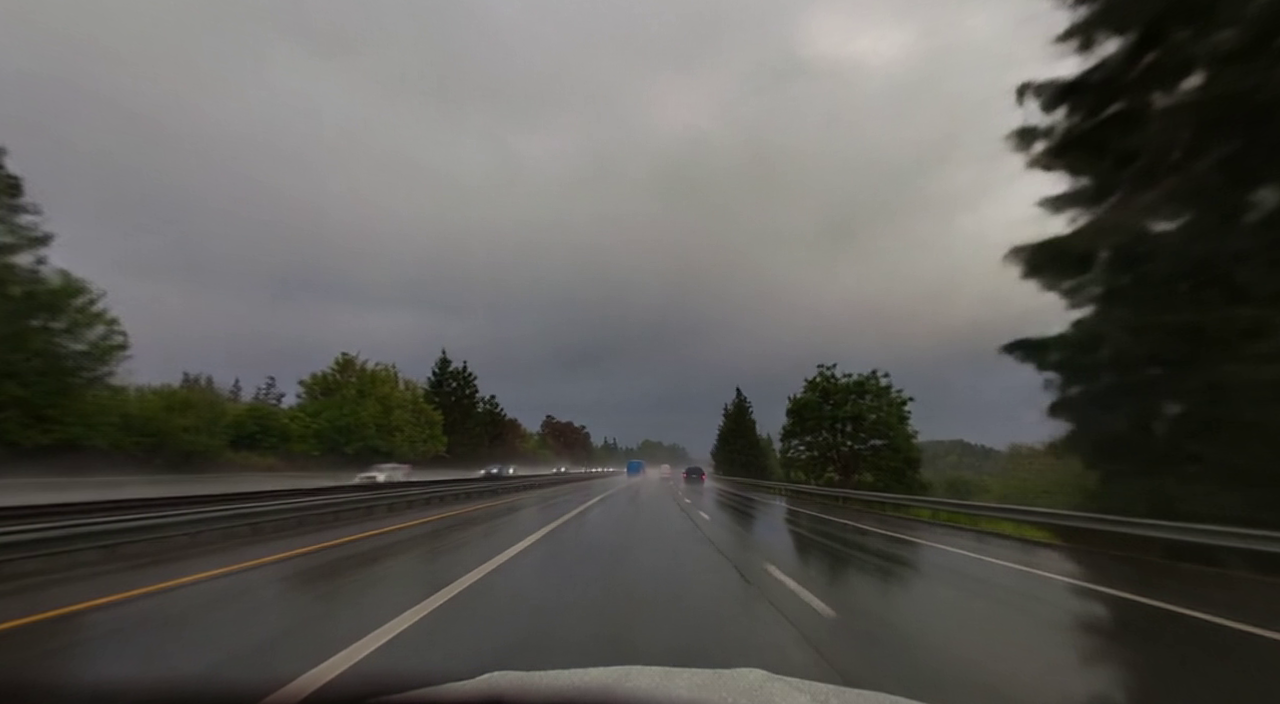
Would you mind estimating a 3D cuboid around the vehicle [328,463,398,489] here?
[{"bbox_3d":[-16.079,7.250,36.882,2.023,1.373,4.618,0,-11,0],"label":"vehicle"}]
